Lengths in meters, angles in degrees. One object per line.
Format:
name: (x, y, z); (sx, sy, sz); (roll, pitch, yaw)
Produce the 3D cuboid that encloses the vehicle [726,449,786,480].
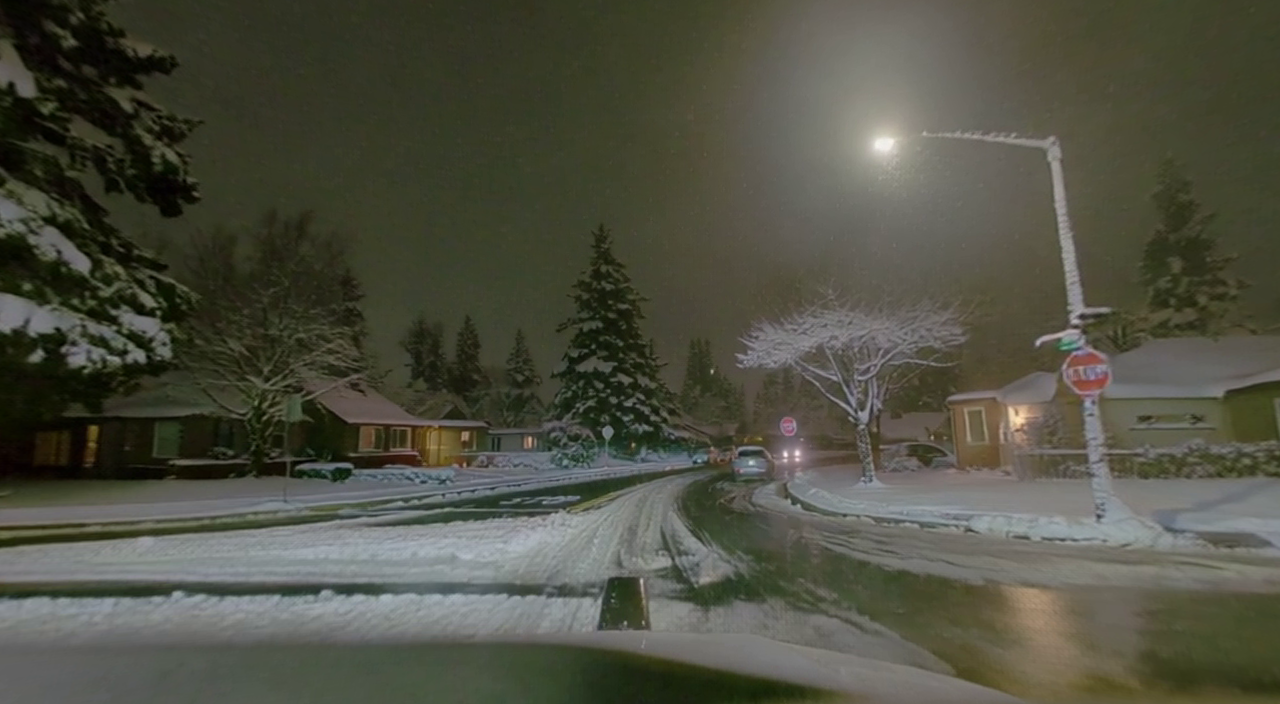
vehicle: (6.979, 6.641, 37.483); (2.692, 1.649, 4.689); (-3, -9, 20)
